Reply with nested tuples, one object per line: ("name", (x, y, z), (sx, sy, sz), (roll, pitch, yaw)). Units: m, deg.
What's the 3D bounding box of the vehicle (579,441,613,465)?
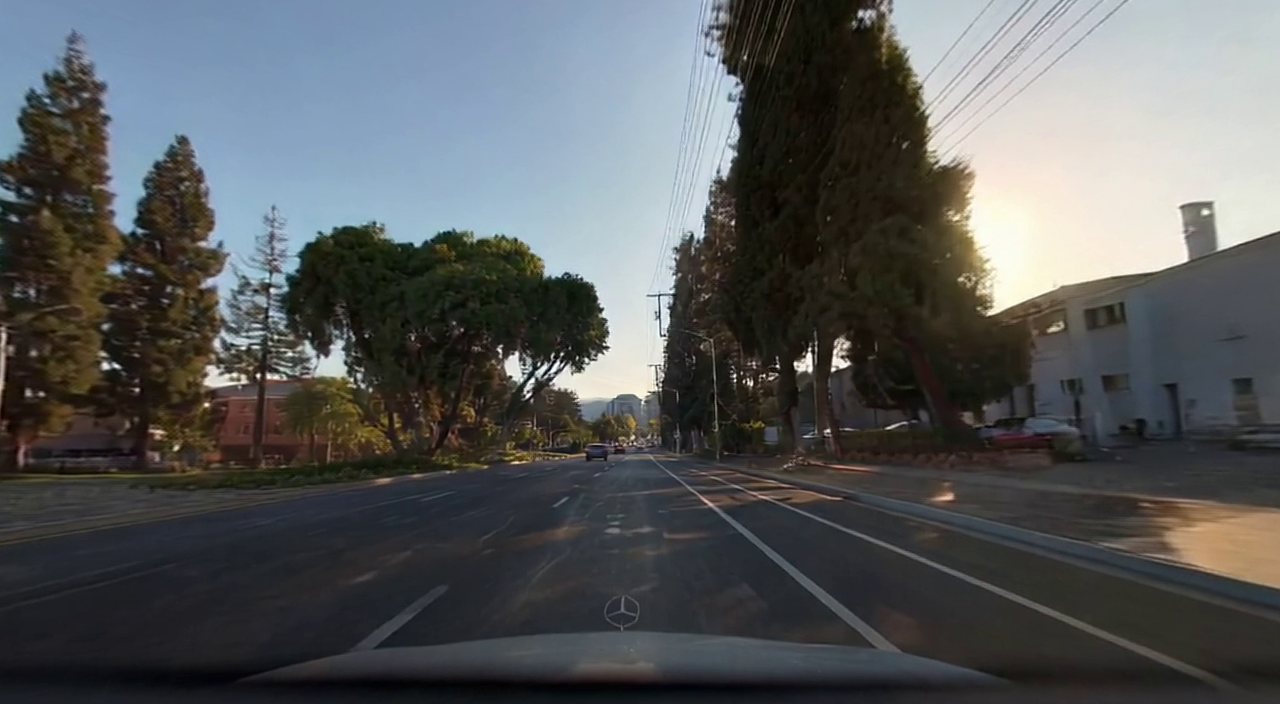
("vehicle", (-3.120, 7.267, 45.515), (2.121, 1.654, 3.993), (0, -8, 0))
